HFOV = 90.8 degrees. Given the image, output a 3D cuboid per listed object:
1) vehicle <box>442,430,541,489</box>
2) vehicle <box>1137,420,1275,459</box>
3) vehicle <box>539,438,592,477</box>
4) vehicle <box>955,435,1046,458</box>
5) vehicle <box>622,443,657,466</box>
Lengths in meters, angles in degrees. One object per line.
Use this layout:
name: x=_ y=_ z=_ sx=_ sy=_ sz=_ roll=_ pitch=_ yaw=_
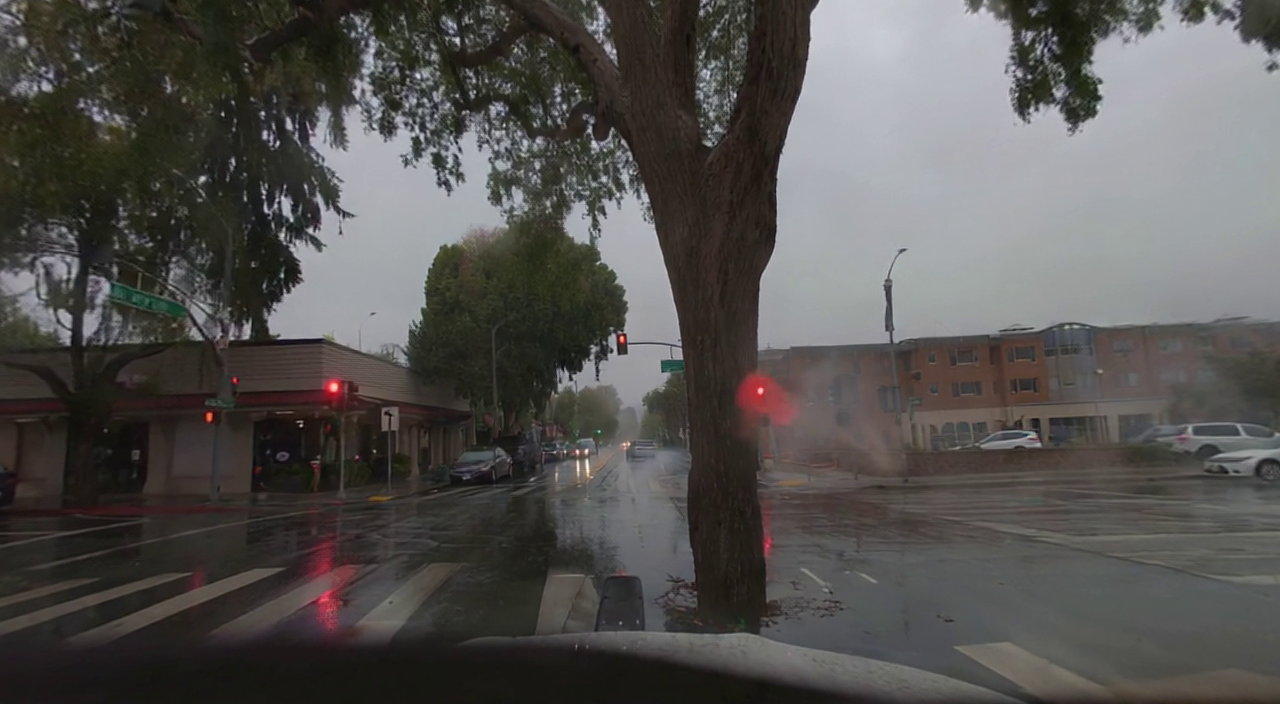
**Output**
vehicle: x=-6.500 y=4.834 z=28.951 sx=2.896 sy=2.339 sz=7.322 roll=0 pitch=-9 yaw=-1
vehicle: x=33.255 y=5.164 z=37.251 sx=5.969 sy=2.149 sz=2.331 roll=0 pitch=-9 yaw=-4
vehicle: x=-3.646 y=5.280 z=31.911 sx=2.120 sy=1.783 sz=4.788 roll=0 pitch=-9 yaw=-1
vehicle: x=24.968 y=6.549 z=43.847 sx=5.172 sy=1.515 sz=1.851 roll=0 pitch=-9 yaw=-2
vehicle: x=-0.102 y=6.977 z=43.279 sx=2.056 sy=1.493 sz=4.535 roll=0 pitch=-9 yaw=-4
